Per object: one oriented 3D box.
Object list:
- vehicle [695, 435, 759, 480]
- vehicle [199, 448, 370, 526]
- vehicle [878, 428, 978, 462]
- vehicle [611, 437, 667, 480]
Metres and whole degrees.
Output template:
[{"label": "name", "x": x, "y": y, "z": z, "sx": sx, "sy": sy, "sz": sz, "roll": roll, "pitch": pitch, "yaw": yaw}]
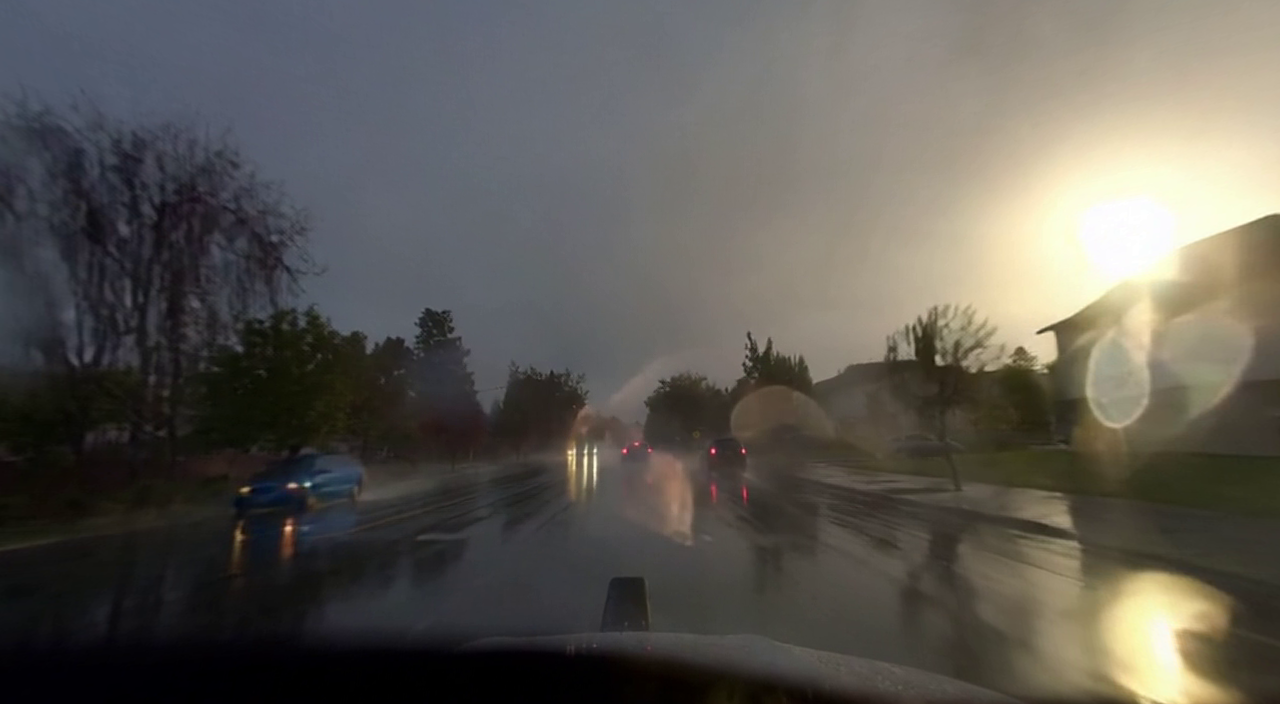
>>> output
[{"label": "vehicle", "x": 3.594, "y": 4.427, "z": 26.769, "sx": 2.024, "sy": 1.711, "sz": 4.512, "roll": 0, "pitch": -8, "yaw": 0}, {"label": "vehicle", "x": -9.595, "y": 3.628, "z": 17.558, "sx": 2.101, "sy": 1.703, "sz": 4.481, "roll": -4, "pitch": -9, "yaw": 1}, {"label": "vehicle", "x": 15.412, "y": 5.019, "z": 33.915, "sx": 4.378, "sy": 1.754, "sz": 2.007, "roll": 1, "pitch": -9, "yaw": 0}, {"label": "vehicle", "x": -0.044, "y": 4.531, "z": 27.032, "sx": 2.200, "sy": 1.653, "sz": 4.127, "roll": 0, "pitch": -8, "yaw": 0}]
